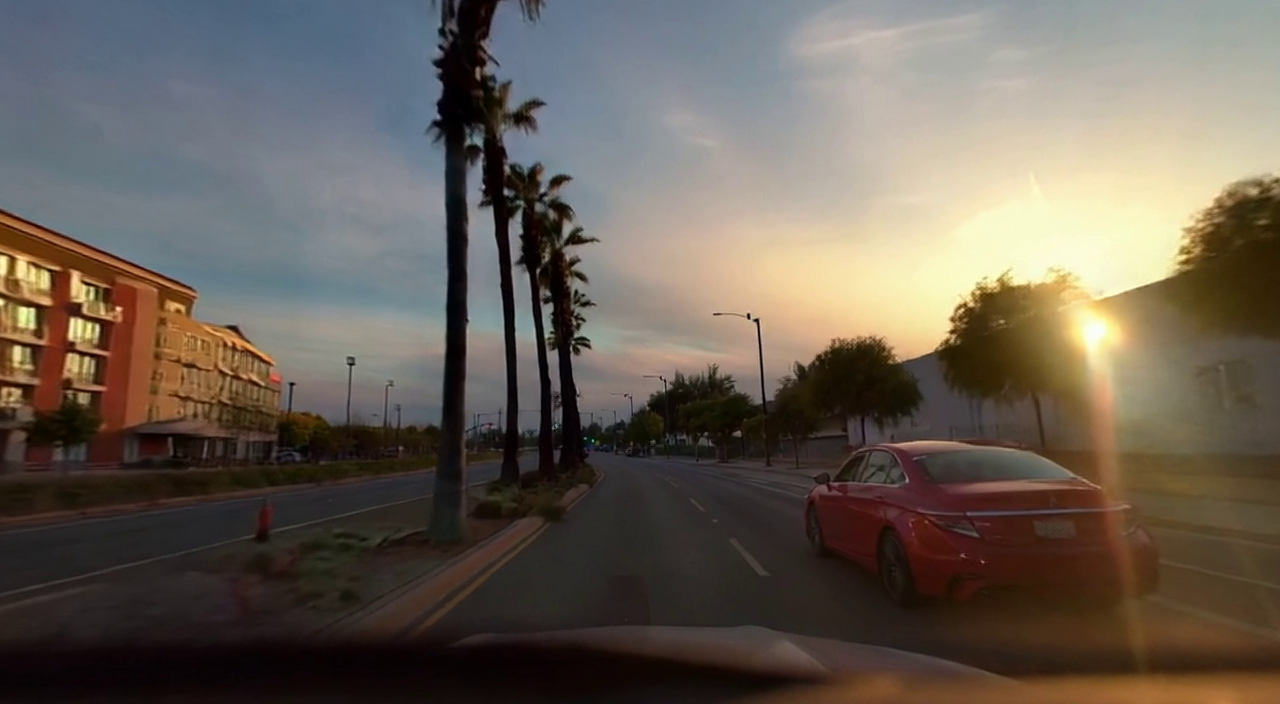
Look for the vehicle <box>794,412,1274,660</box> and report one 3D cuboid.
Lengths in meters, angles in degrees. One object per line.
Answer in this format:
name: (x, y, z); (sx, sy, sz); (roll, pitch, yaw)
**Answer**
vehicle: (3.057, 1.497, 6.236); (1.867, 1.554, 4.301); (0, -9, -1)
